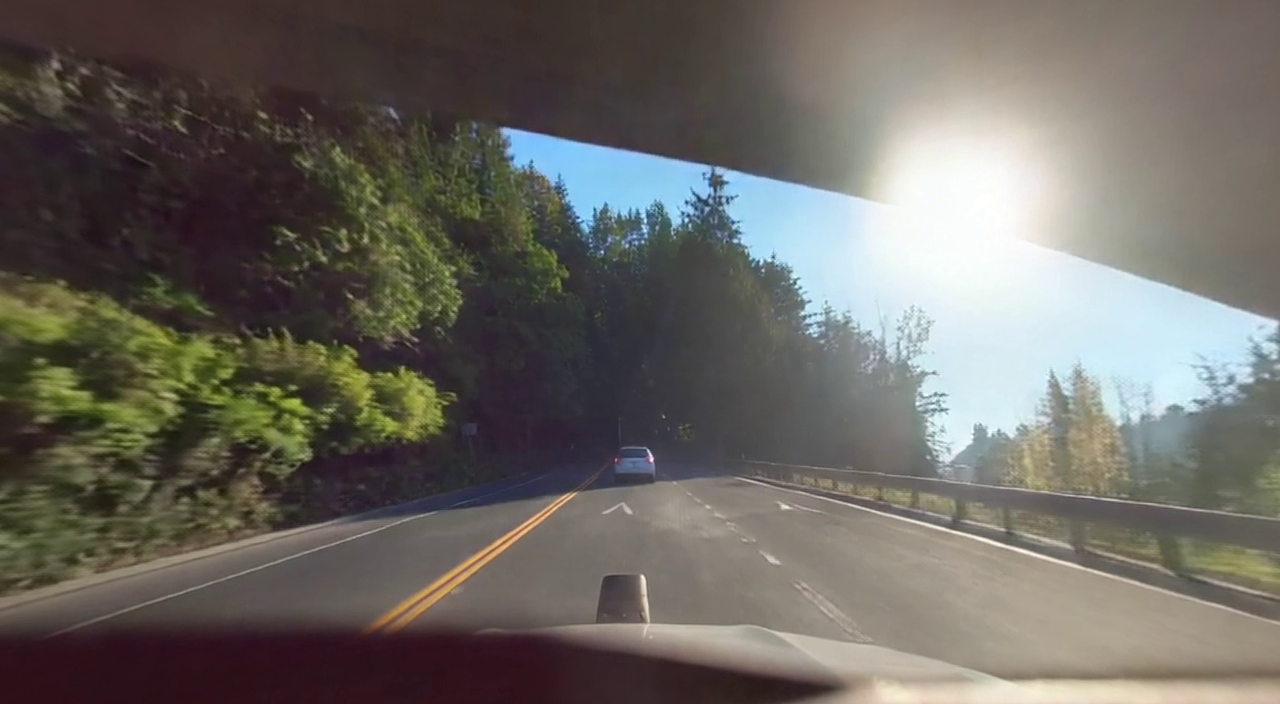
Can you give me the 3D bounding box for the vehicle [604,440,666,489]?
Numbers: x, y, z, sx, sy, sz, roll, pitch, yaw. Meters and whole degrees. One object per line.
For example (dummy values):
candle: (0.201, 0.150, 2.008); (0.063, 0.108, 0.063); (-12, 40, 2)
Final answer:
vehicle: (-0.188, 3.988, 22.573); (2.037, 1.601, 3.643); (0, -9, -1)
